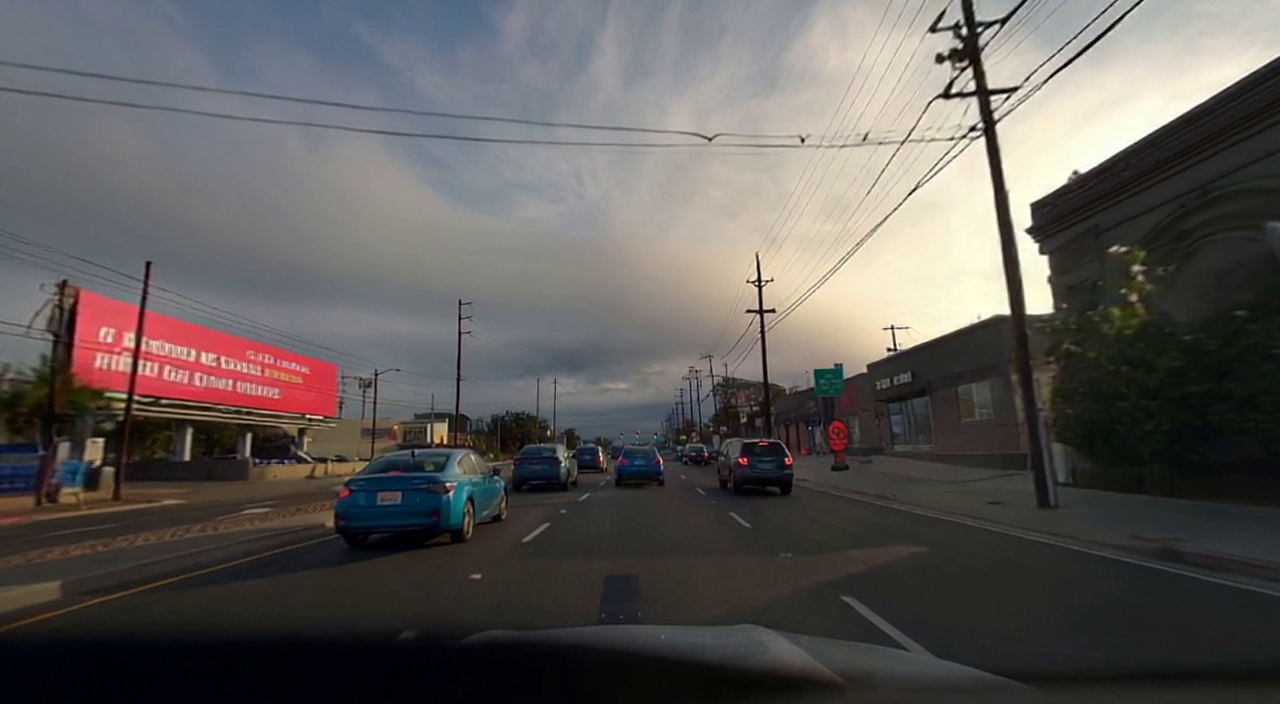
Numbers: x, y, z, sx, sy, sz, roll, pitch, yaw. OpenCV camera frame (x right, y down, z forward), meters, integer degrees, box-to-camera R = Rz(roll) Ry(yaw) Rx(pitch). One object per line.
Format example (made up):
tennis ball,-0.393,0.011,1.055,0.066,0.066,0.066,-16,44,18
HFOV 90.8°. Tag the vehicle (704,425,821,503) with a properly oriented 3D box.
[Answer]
vehicle,3.297,3.154,18.226,2.282,1.897,4.915,0,-8,-1

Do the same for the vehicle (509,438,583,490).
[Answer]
vehicle,-3.239,3.943,22.526,2.051,1.671,3.861,0,-8,0

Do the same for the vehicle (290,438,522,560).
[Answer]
vehicle,-3.351,2.168,10.192,2.022,1.498,4.471,0,-8,0

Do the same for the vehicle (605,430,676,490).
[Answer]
vehicle,0.009,3.863,22.927,2.326,1.925,4.253,0,-8,0
